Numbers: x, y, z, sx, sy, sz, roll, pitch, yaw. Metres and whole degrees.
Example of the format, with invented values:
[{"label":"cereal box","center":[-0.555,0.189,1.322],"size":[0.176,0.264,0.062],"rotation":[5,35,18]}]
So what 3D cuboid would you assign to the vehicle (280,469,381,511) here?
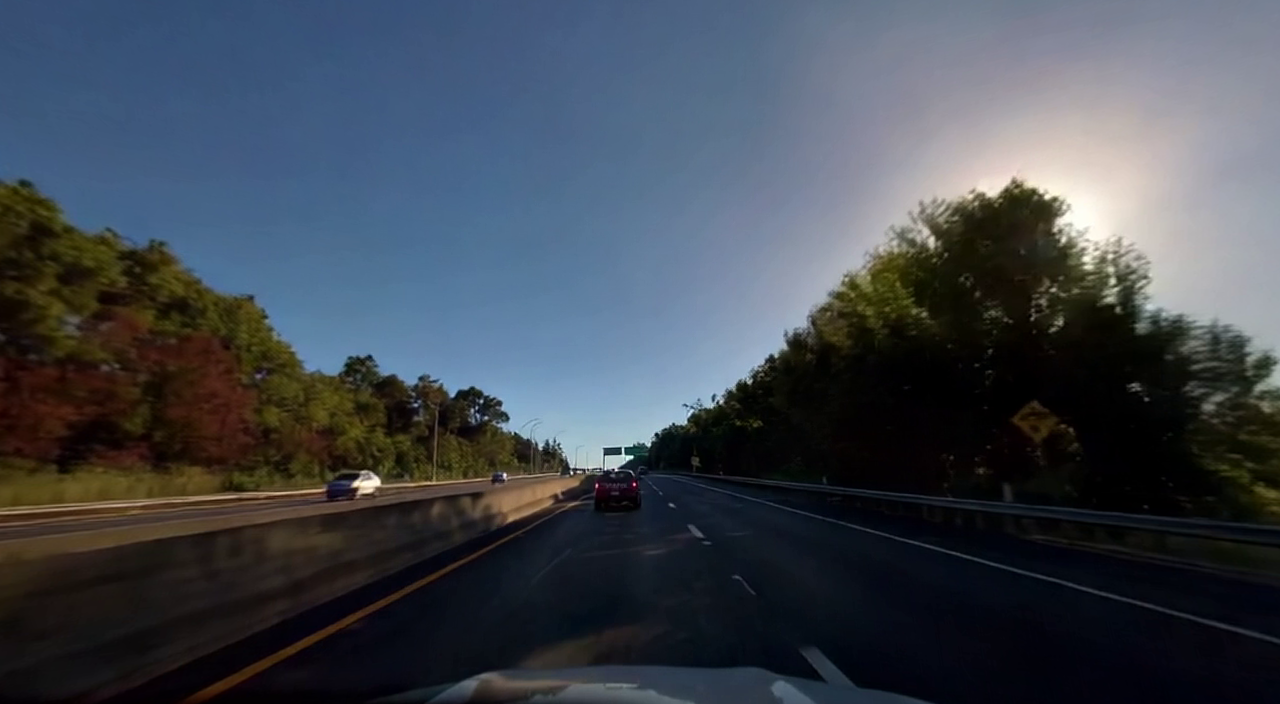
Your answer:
[{"label":"vehicle","center":[-13.414,6.002,27.746],"size":[2.067,1.534,4.802],"rotation":[-3,-10,-1]}]

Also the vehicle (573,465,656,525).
[{"label":"vehicle","center":[-0.630,4.192,18.953],"size":[2.135,1.506,5.041],"rotation":[1,-10,1]}]
